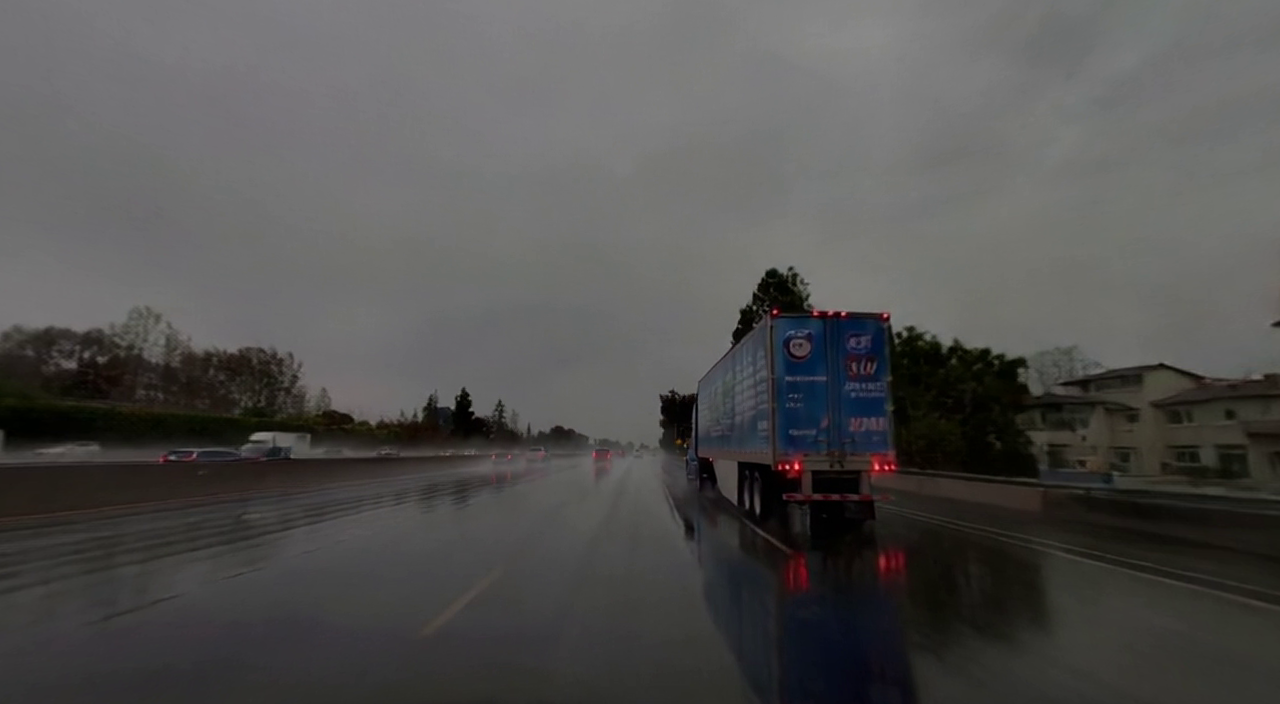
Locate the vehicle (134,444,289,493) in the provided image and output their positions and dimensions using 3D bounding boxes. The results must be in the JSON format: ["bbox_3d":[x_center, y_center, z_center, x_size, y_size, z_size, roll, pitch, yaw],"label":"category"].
[{"bbox_3d":[-14.434,3.922,21.715,1.982,1.471,4.747,0,-9,0],"label":"vehicle"}]

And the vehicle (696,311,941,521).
[{"bbox_3d":[4.140,2.367,20.090,3.140,4.100,15.551,0,-9,0],"label":"vehicle"}]
